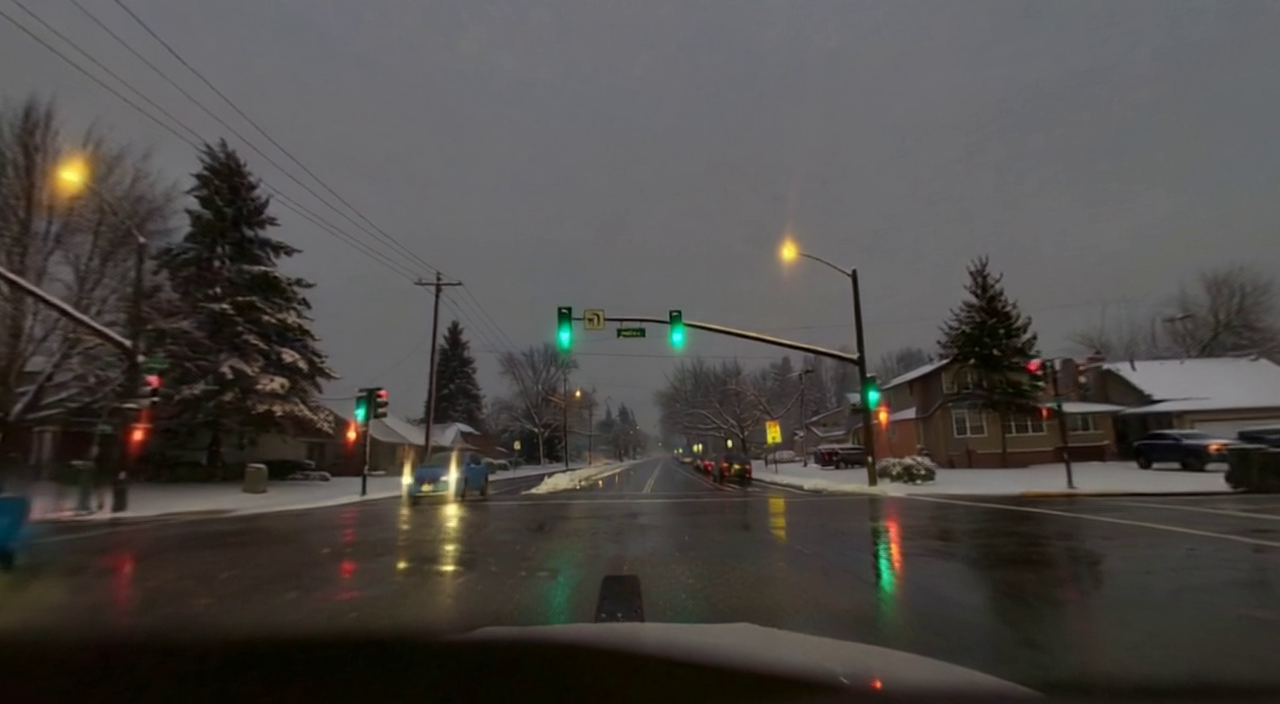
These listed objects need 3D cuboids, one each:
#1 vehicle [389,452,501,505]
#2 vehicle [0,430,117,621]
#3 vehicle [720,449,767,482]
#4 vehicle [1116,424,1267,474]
[{"bbox_3d":[-6.717,4.389,22.500,2.270,1.605,4.958,0,-9,2],"label":"vehicle"},{"bbox_3d":[-6.671,1.408,4.690,1.982,1.686,4.195,0,-9,-1],"label":"vehicle"},{"bbox_3d":[5.620,6.181,34.715,1.891,1.611,4.269,0,-9,0],"label":"vehicle"},{"bbox_3d":[22.718,4.047,26.360,1.964,1.858,4.881,-1,-9,2],"label":"vehicle"}]
